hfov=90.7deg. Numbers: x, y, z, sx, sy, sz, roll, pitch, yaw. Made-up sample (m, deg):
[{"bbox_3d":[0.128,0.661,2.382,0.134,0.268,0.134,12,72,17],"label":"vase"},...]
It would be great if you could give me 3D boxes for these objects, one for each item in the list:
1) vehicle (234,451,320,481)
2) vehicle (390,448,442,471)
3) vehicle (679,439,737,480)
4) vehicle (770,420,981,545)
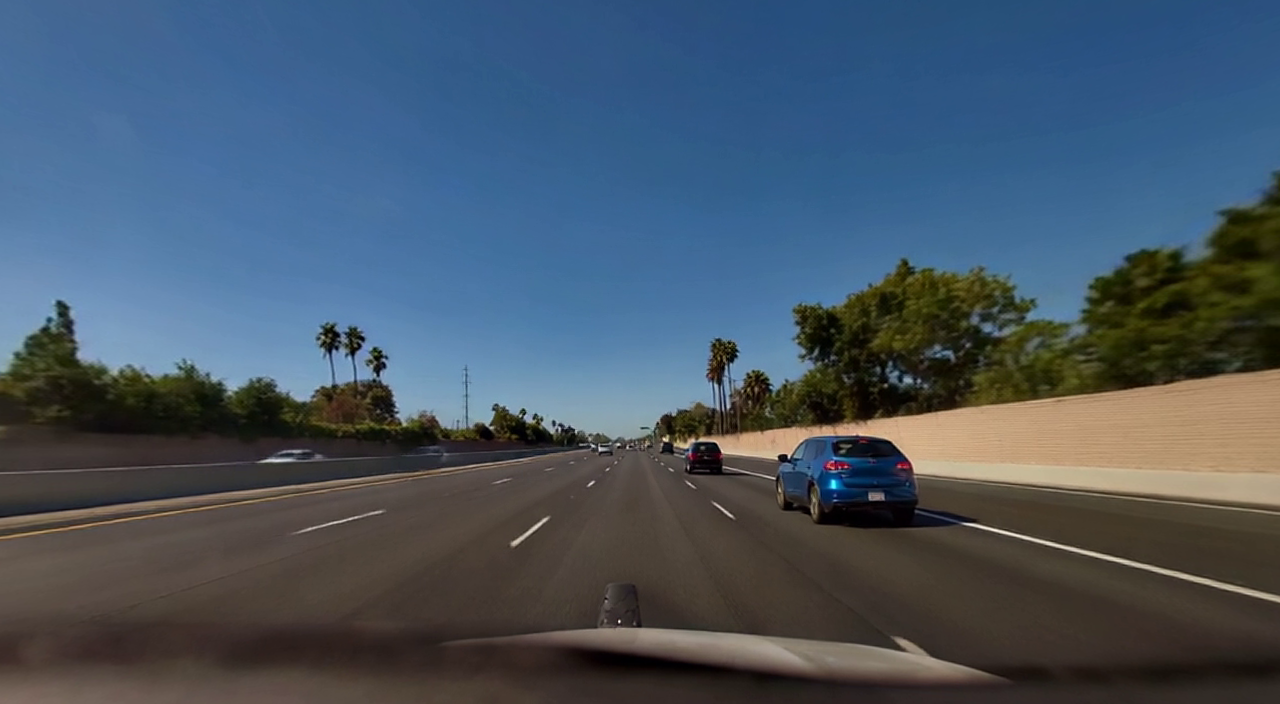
[{"bbox_3d":[-19.529,6.127,34.308,1.852,1.496,4.638,0,-9,0],"label":"vehicle"},{"bbox_3d":[-15.660,7.532,44.522,1.979,1.519,4.674,0,-9,0],"label":"vehicle"},{"bbox_3d":[2.962,4.823,28.665,2.045,1.688,4.313,0,-9,-2],"label":"vehicle"},{"bbox_3d":[3.663,2.109,10.828,1.910,1.696,4.187,0,-9,-1],"label":"vehicle"}]
